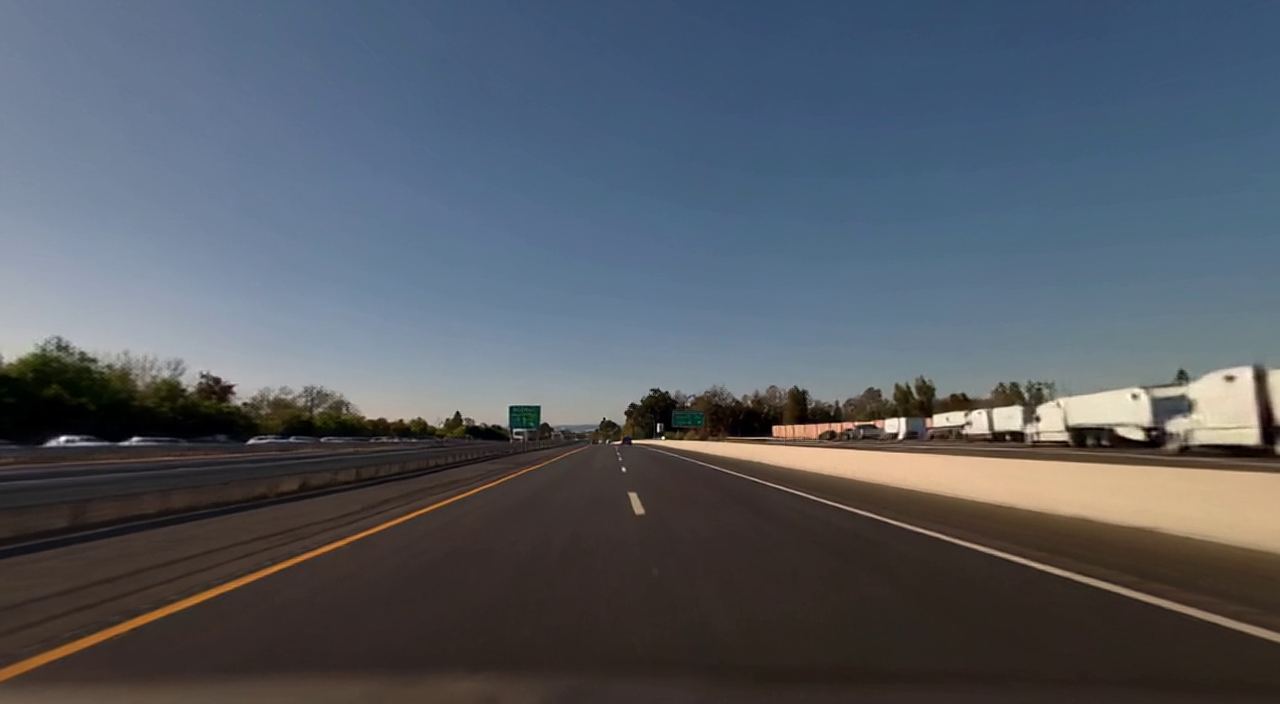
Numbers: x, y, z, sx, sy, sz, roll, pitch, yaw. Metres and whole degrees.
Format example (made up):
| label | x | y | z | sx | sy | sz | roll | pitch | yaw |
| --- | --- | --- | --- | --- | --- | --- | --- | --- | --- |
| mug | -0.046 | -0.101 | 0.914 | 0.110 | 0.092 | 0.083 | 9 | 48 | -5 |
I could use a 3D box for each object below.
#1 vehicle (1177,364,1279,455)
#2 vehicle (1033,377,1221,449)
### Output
| label | x | y | z | sx | sy | sz | roll | pitch | yaw |
| --- | --- | --- | --- | --- | --- | --- | --- | --- | --- |
| vehicle | 31.824 | 2.406 | 28.034 | 3.114 | 4.328 | 18.495 | -5 | -8 | 12 |
| vehicle | 35.817 | 4.984 | 47.992 | 3.267 | 4.400 | 17.445 | -3 | -8 | 10 |
